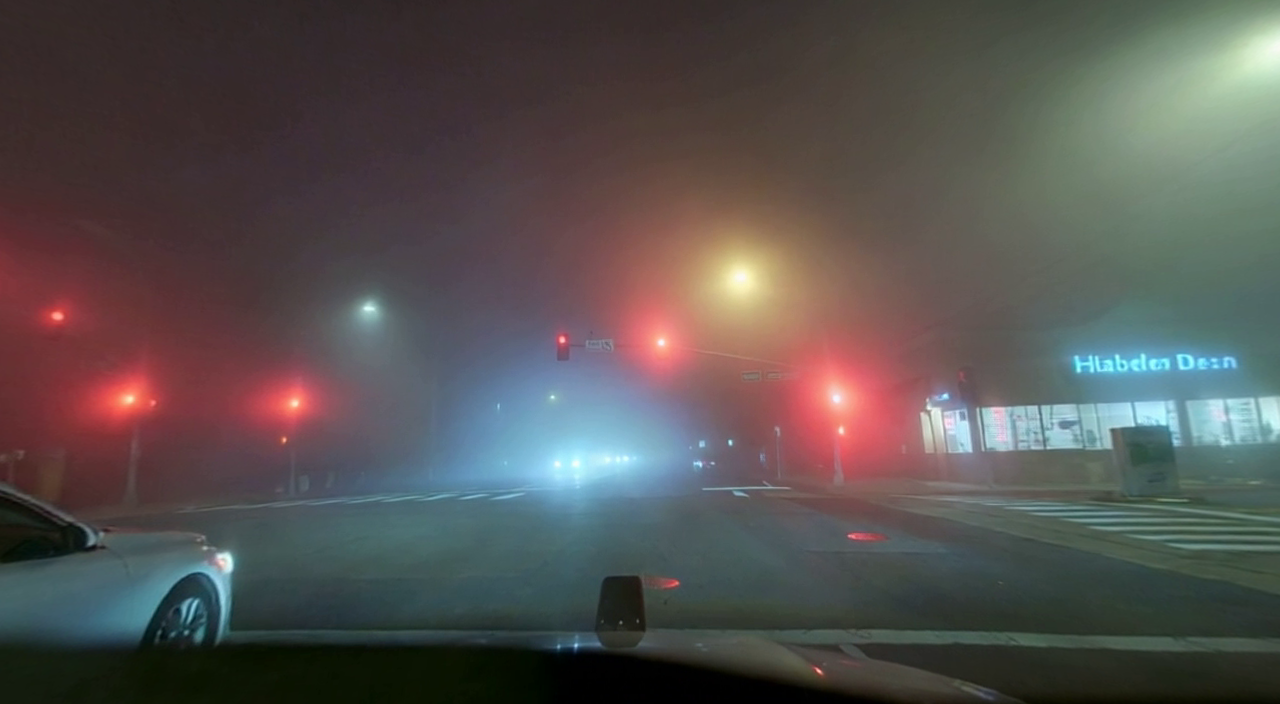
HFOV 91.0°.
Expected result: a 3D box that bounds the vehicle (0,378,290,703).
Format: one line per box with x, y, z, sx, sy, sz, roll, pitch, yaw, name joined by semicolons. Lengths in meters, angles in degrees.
-3.496;0.893;2.269;1.947;1.627;4.248;0;-9;1;vehicle
